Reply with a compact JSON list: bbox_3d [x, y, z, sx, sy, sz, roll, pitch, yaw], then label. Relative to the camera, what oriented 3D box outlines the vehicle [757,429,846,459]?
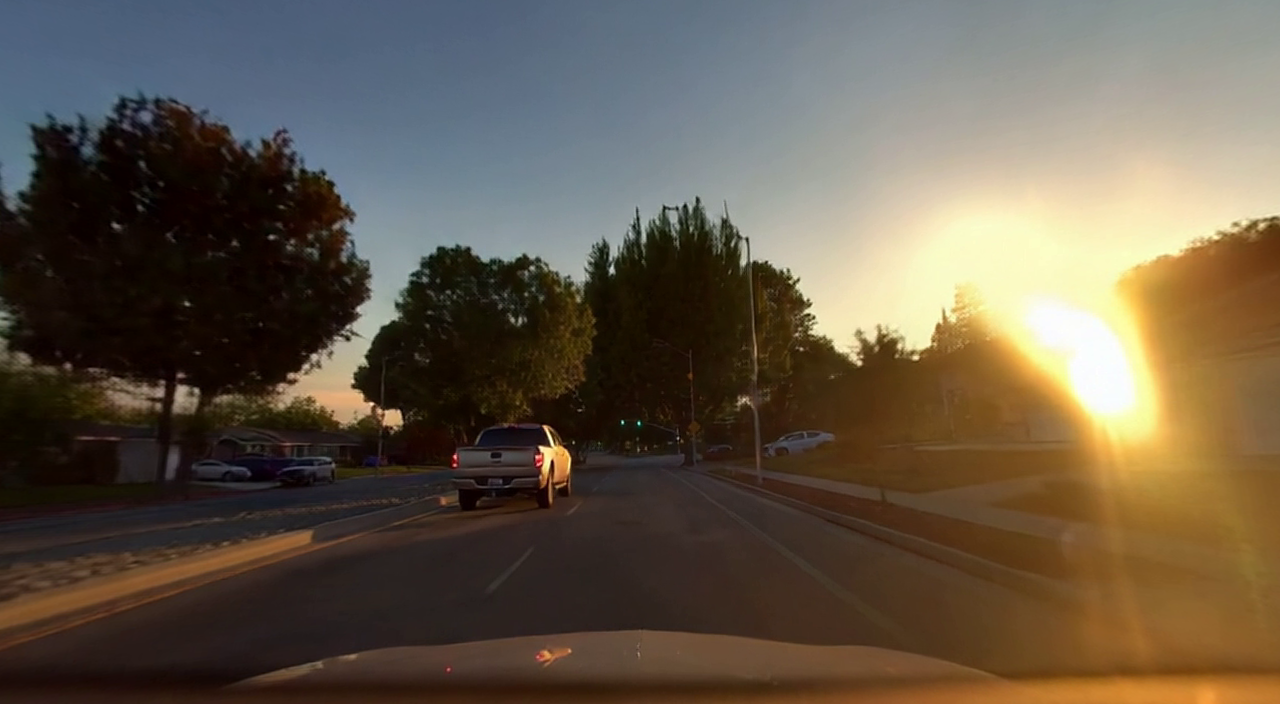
[{"bbox_3d":[10.165,5.805,39.950,4.882,1.839,2.243,1,-9,-6],"label":"vehicle"}]

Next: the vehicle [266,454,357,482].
[{"bbox_3d":[-21.143,7.473,40.771,4.669,1.745,2.156,-1,-9,2],"label":"vehicle"}]

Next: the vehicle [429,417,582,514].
[{"bbox_3d":[-3.077,2.818,16.175,2.508,2.001,5.880,0,-9,1],"label":"vehicle"}]

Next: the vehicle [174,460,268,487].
[{"bbox_3d":[-26.779,7.776,40.506,4.497,1.634,1.991,0,-9,-3],"label":"vehicle"}]
